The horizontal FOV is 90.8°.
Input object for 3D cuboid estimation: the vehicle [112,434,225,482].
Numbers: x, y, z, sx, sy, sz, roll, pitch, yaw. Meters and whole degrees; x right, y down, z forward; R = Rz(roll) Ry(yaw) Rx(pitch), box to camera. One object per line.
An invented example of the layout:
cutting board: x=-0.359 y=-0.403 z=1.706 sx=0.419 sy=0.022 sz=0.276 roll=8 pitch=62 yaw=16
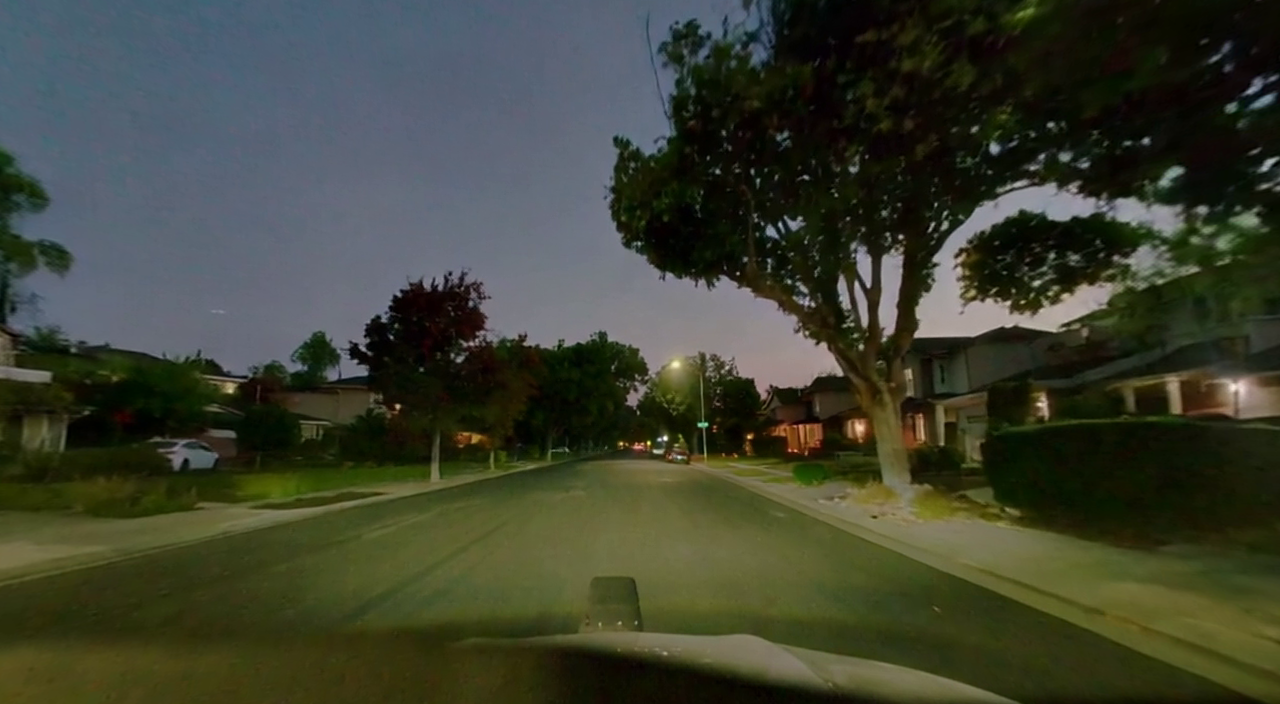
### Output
vehicle: x=-17.539 y=3.932 z=23.790 sx=1.957 sy=1.602 sz=4.326 roll=2 pitch=-9 yaw=-17

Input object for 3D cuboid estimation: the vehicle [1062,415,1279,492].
vehicle: x=12.321 y=2.273 z=14.195 sx=4.378 sy=1.529 sz=1.886 roll=-5 pitch=-10 yaw=26
